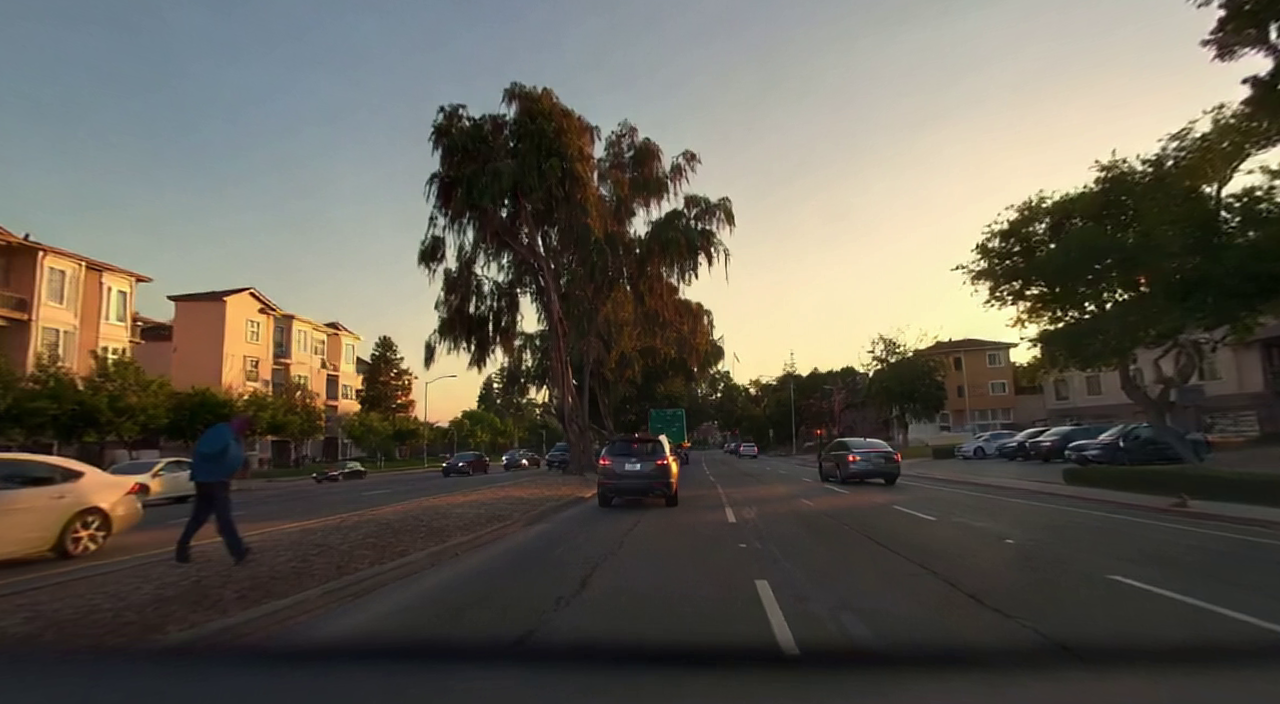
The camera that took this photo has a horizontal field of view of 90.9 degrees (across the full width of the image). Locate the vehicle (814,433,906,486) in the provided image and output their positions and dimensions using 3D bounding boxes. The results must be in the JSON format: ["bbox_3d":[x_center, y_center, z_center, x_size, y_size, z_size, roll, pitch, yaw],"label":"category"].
[{"bbox_3d":[7.844,3.859,22.902,1.971,1.722,4.341,-1,-8,3],"label":"vehicle"}]

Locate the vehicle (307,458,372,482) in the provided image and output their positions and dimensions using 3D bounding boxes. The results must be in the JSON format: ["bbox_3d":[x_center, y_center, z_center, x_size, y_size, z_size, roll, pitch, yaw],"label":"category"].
[{"bbox_3d":[-20.709,8.117,43.625,1.824,1.476,4.499,-1,-9,8],"label":"vehicle"}]

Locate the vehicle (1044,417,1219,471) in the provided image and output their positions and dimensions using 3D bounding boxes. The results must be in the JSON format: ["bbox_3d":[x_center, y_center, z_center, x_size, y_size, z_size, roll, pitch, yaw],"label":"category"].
[{"bbox_3d":[19.051,3.604,24.649,4.783,1.724,2.297,-4,-9,2],"label":"vehicle"}]

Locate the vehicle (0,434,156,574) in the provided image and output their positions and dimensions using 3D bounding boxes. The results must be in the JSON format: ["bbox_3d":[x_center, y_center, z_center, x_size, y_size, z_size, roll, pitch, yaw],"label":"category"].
[{"bbox_3d":[-7.859,1.633,6.450,1.854,1.486,4.743,-4,-9,4],"label":"vehicle"}]

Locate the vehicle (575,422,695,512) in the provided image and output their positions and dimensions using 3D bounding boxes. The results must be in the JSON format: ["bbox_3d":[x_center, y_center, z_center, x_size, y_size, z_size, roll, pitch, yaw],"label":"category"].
[{"bbox_3d":[0.078,2.679,15.127,2.332,1.798,4.546,-1,-8,6],"label":"vehicle"}]

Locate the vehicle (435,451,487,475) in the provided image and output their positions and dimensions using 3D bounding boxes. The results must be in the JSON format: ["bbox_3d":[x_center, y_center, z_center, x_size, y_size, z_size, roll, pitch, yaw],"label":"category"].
[{"bbox_3d":[-11.605,7.216,41.108,1.806,1.417,4.405,-1,-8,5],"label":"vehicle"}]
